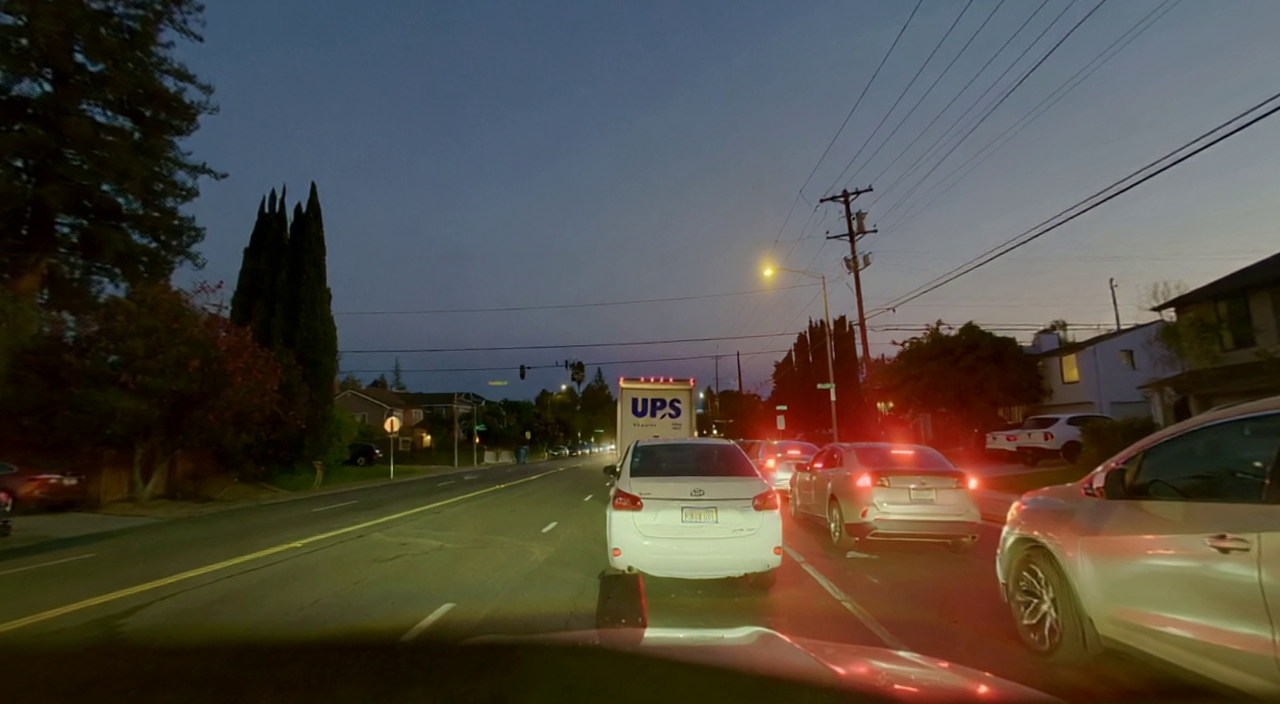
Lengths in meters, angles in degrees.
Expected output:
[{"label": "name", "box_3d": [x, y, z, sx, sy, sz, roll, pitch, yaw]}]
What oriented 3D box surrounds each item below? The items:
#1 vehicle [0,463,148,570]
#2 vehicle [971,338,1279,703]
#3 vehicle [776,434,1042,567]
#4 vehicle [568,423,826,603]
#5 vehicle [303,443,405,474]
[{"label": "vehicle", "box_3d": [-10.349, 2.495, 9.496, 1.925, 1.482, 4.753, 0, -8, 0]}, {"label": "vehicle", "box_3d": [3.308, 0.771, 1.911, 2.069, 1.722, 4.888, 0, -8, 2]}, {"label": "vehicle", "box_3d": [3.518, 2.012, 9.361, 1.993, 1.479, 4.487, 0, -8, 0]}, {"label": "vehicle", "box_3d": [0.475, 1.678, 7.519, 2.158, 1.499, 4.377, 0, -8, 0]}, {"label": "vehicle", "box_3d": [-17.397, 6.472, 38.312, 5.274, 1.793, 1.921, 0, -8, 3]}]
